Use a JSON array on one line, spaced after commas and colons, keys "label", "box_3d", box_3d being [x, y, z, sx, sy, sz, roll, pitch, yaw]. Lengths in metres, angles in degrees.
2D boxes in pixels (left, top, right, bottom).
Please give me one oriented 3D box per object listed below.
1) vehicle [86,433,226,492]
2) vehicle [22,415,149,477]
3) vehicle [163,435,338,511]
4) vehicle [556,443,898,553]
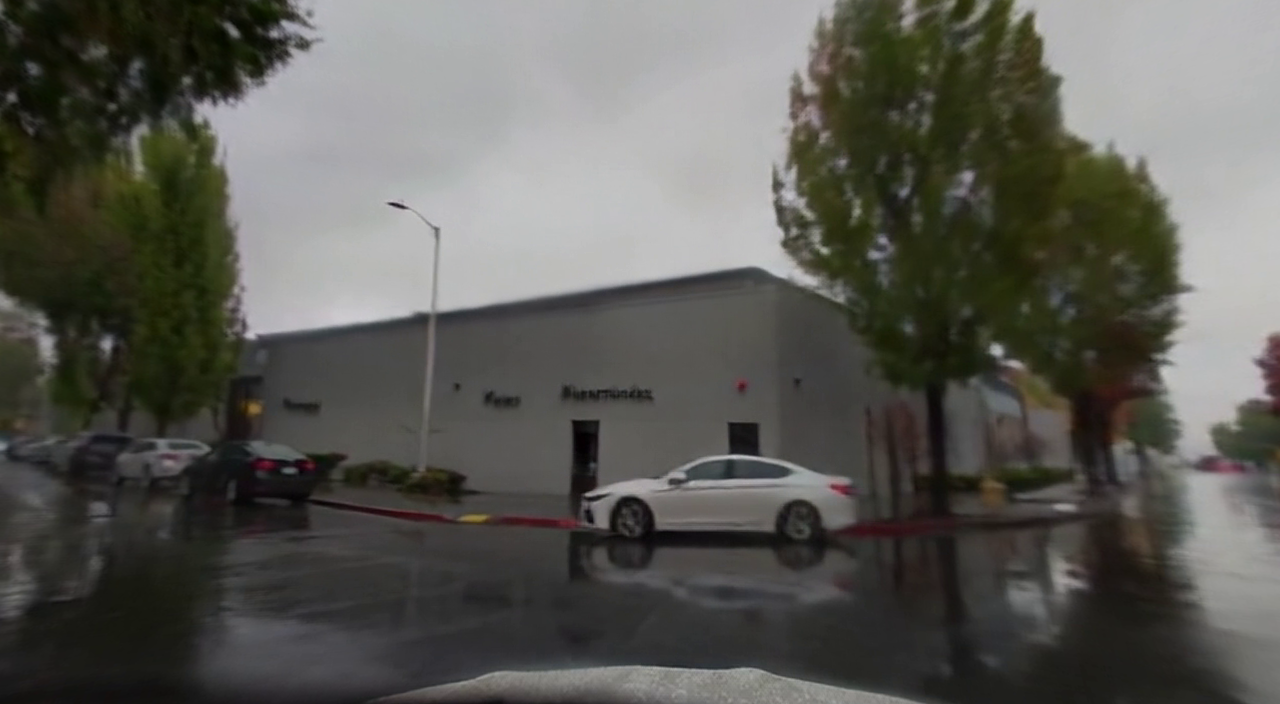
[{"label": "vehicle", "box_3d": [-13.965, 3.169, 18.107, 4.498, 1.479, 1.815, -7, -13, 35]}, {"label": "vehicle", "box_3d": [-19.880, 3.410, 22.516, 4.898, 1.972, 2.242, -7, -13, 37]}, {"label": "vehicle", "box_3d": [-8.998, 2.742, 14.482, 4.118, 1.482, 1.889, -7, -13, 36]}, {"label": "vehicle", "box_3d": [1.214, 2.236, 9.876, 4.770, 1.448, 1.983, 1, -11, 0]}]
